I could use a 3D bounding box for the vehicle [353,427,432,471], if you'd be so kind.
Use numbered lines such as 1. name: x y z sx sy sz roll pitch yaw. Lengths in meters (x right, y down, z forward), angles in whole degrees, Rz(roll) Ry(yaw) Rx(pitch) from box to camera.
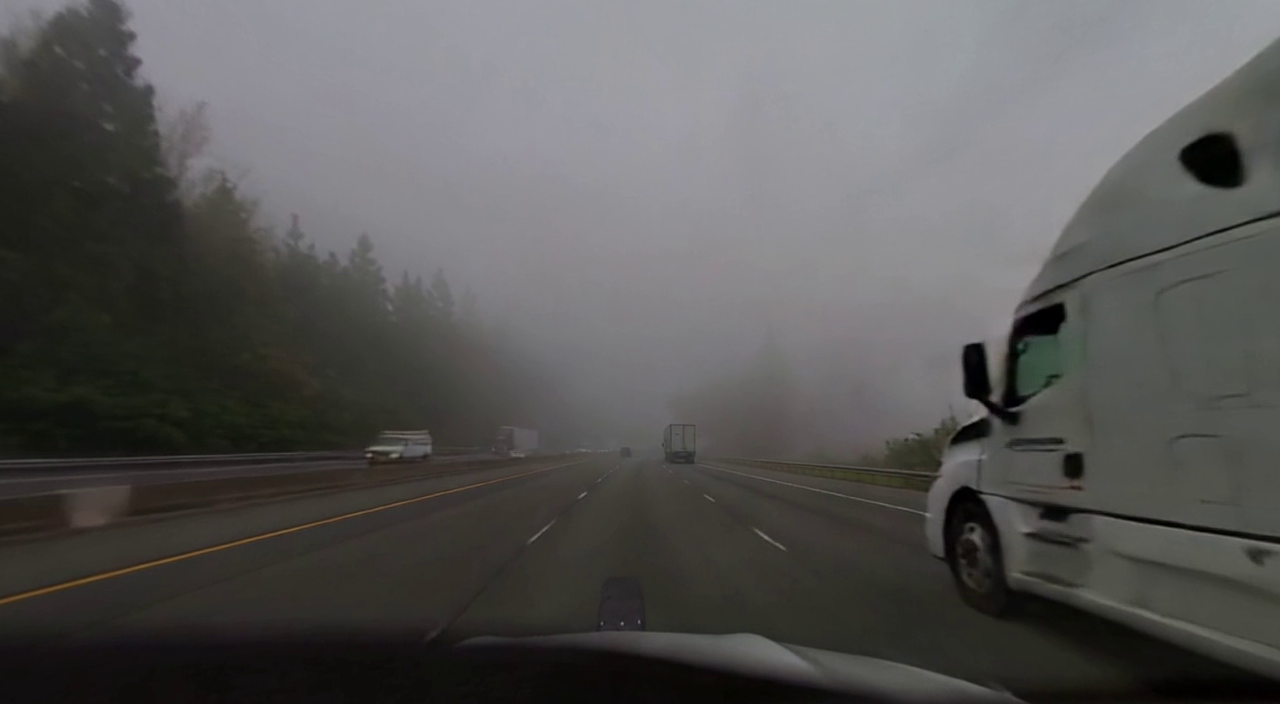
1. vehicle: -15.649 6.231 40.343 2.421 2.540 6.190 0 -9 1

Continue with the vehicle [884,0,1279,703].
1. vehicle: 4.007 -0.109 3.158 3.034 3.898 5.902 0 -9 0
